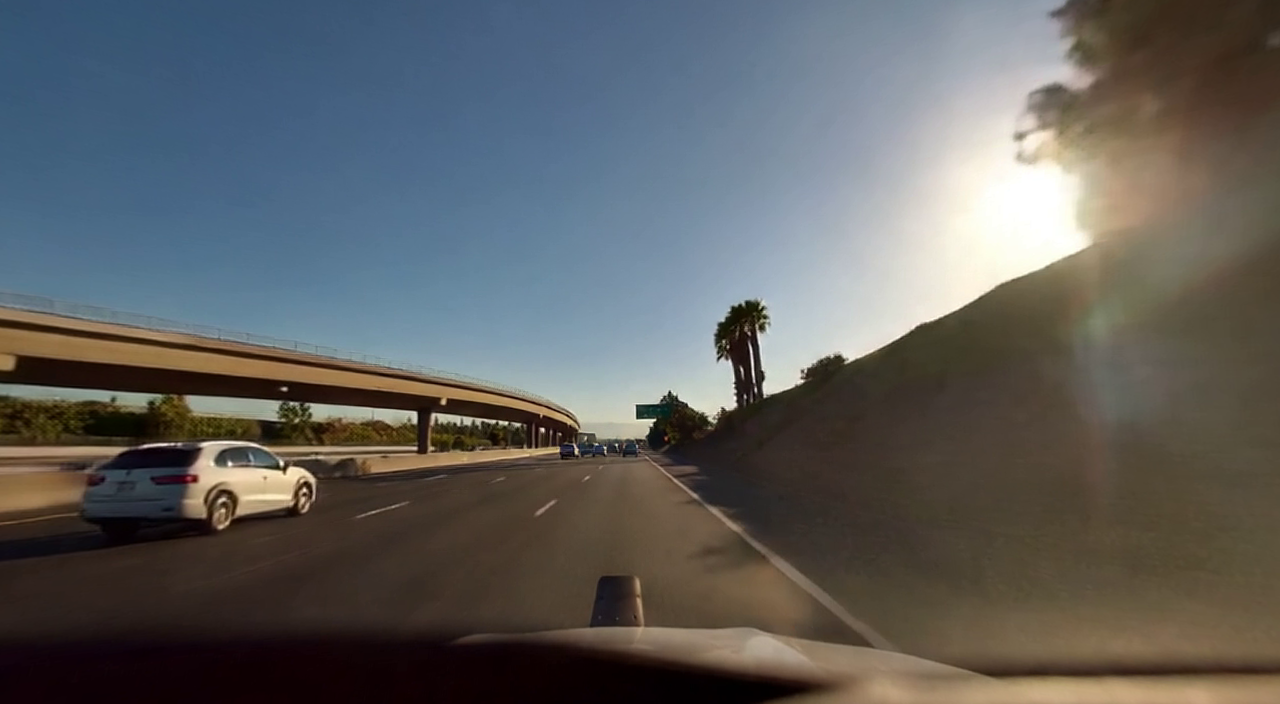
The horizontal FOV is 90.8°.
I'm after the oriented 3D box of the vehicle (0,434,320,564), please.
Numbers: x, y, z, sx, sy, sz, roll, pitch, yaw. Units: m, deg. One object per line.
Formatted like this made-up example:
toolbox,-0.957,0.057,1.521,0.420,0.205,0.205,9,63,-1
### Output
vehicle,-6.934,2.051,9.609,1.914,1.503,4.268,0,-9,-1
